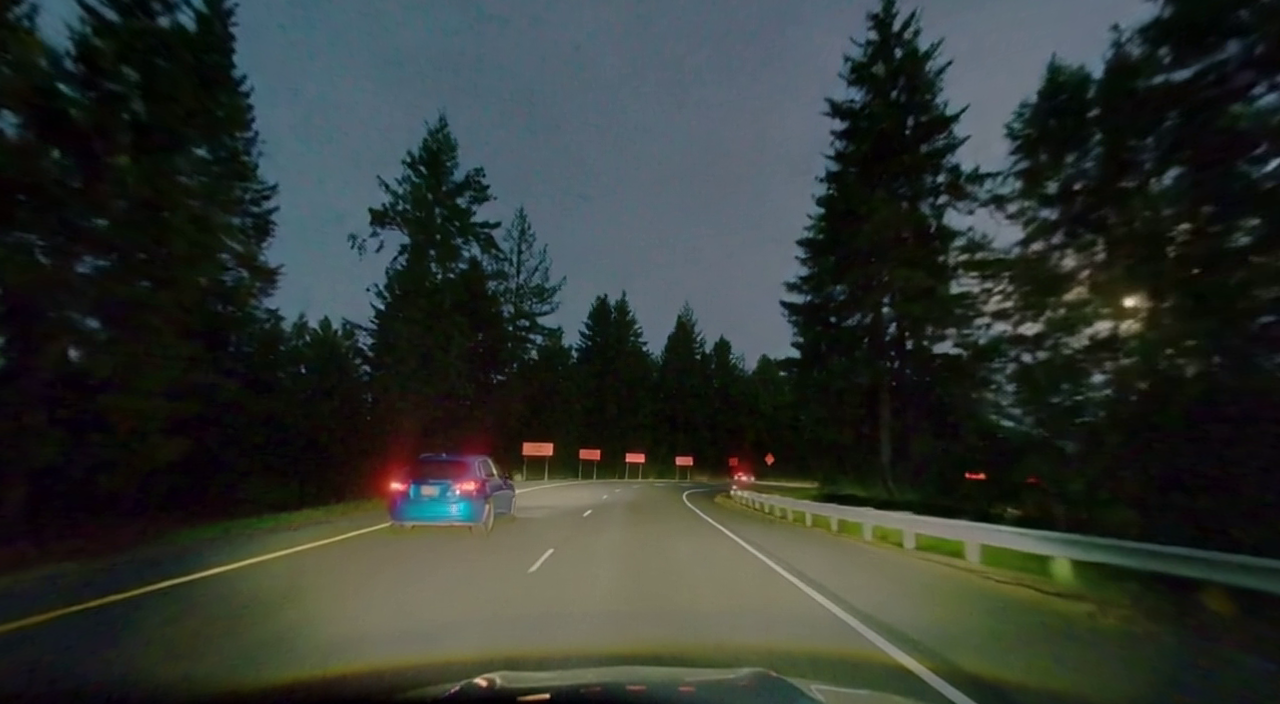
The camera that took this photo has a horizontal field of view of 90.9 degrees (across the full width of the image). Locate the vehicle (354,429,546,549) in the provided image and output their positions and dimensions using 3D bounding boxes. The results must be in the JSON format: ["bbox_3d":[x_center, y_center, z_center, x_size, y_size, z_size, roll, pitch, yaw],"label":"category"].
[{"bbox_3d":[-3.110,2.401,11.476,1.997,1.692,4.422,1,-10,1],"label":"vehicle"}]
